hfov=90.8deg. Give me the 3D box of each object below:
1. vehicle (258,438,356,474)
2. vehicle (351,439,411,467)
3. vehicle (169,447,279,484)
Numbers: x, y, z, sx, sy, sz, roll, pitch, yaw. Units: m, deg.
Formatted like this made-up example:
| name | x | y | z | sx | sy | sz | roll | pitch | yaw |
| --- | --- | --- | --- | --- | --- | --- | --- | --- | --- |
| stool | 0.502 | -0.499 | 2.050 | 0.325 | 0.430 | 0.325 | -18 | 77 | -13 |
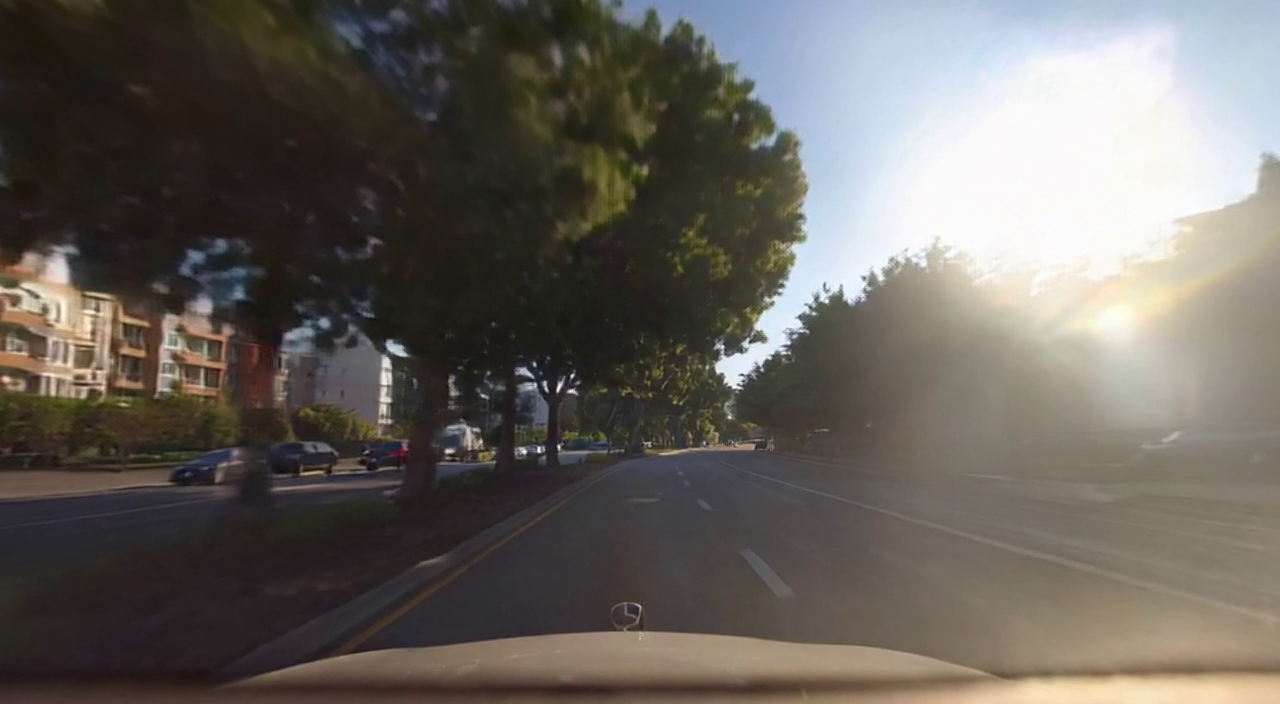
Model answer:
| name | x | y | z | sx | sy | sz | roll | pitch | yaw |
| --- | --- | --- | --- | --- | --- | --- | --- | --- | --- |
| vehicle | -18.384 | 5.785 | 35.224 | 2.295 | 1.809 | 5.236 | -2 | -9 | 4 |
| vehicle | -18.129 | 7.085 | 44.487 | 2.001 | 1.836 | 4.746 | -1 | -8 | 2 |
| vehicle | -18.775 | 5.100 | 28.782 | 1.880 | 1.457 | 4.487 | -3 | -8 | 2 |
